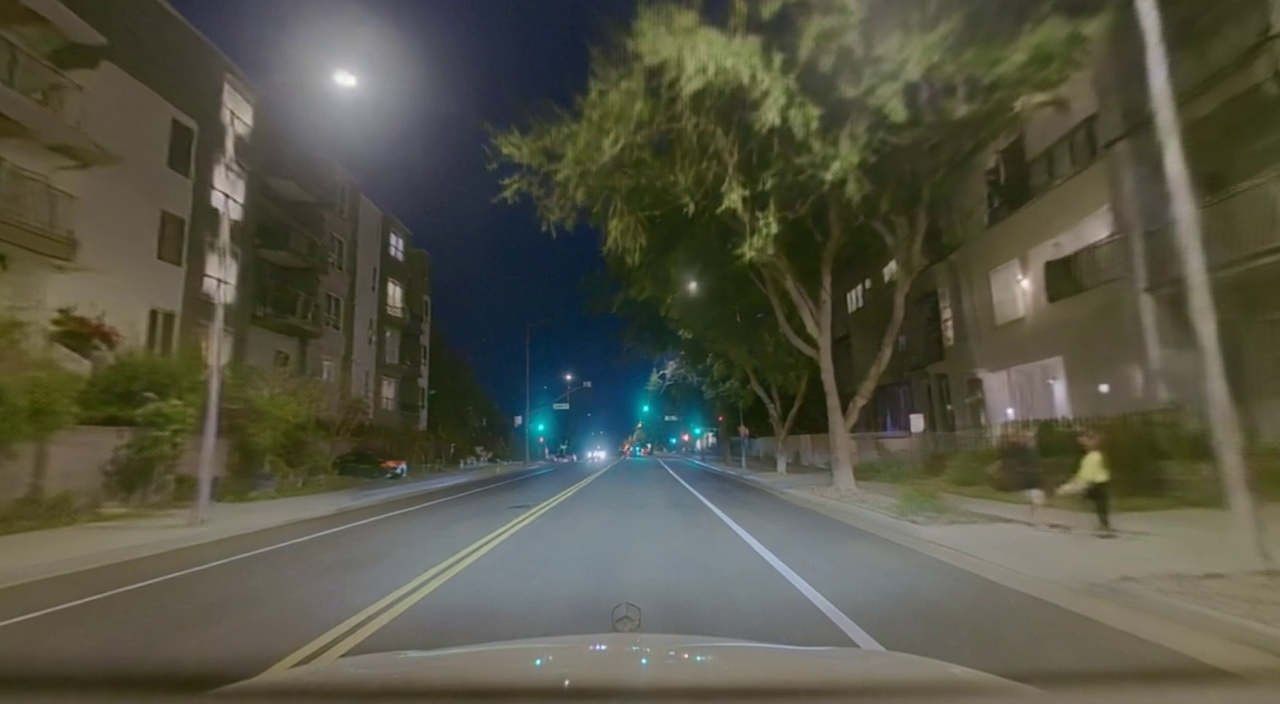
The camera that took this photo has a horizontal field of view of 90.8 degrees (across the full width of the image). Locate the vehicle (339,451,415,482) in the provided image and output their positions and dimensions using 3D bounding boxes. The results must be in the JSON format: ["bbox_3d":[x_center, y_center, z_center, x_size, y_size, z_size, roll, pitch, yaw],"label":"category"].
[{"bbox_3d":[-12.800,5.565,31.058,1.934,1.389,4.364,0,-9,-1],"label":"vehicle"}]
